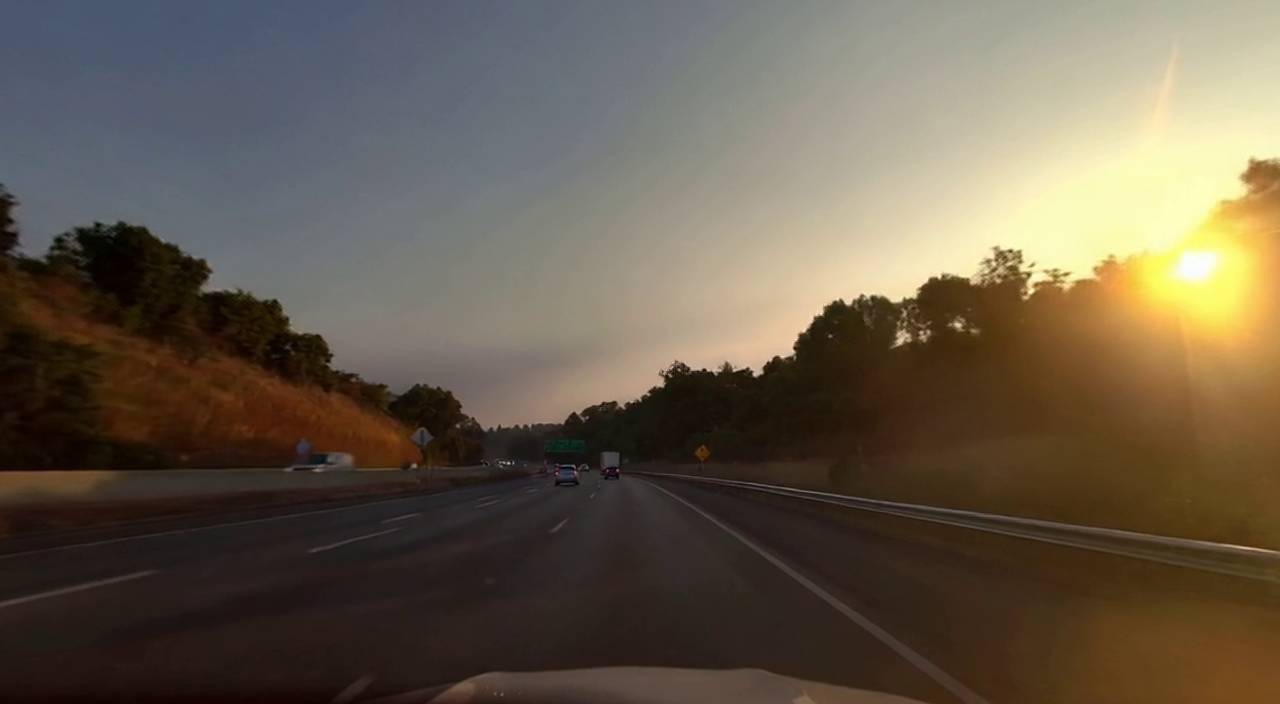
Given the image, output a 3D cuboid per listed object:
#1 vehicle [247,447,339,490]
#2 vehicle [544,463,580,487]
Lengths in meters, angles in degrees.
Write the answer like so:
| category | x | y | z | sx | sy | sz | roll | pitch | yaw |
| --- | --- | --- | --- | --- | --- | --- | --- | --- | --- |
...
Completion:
| category | x | y | z | sx | sy | sz | roll | pitch | yaw |
| --- | --- | --- | --- | --- | --- | --- | --- | --- | --- |
| vehicle | -18.152 | 6.146 | 33.310 | 2.054 | 2.055 | 4.995 | 1 | -10 | -2 |
| vehicle | -5.340 | 8.538 | 43.756 | 2.115 | 1.546 | 4.638 | 1 | -10 | -2 |
